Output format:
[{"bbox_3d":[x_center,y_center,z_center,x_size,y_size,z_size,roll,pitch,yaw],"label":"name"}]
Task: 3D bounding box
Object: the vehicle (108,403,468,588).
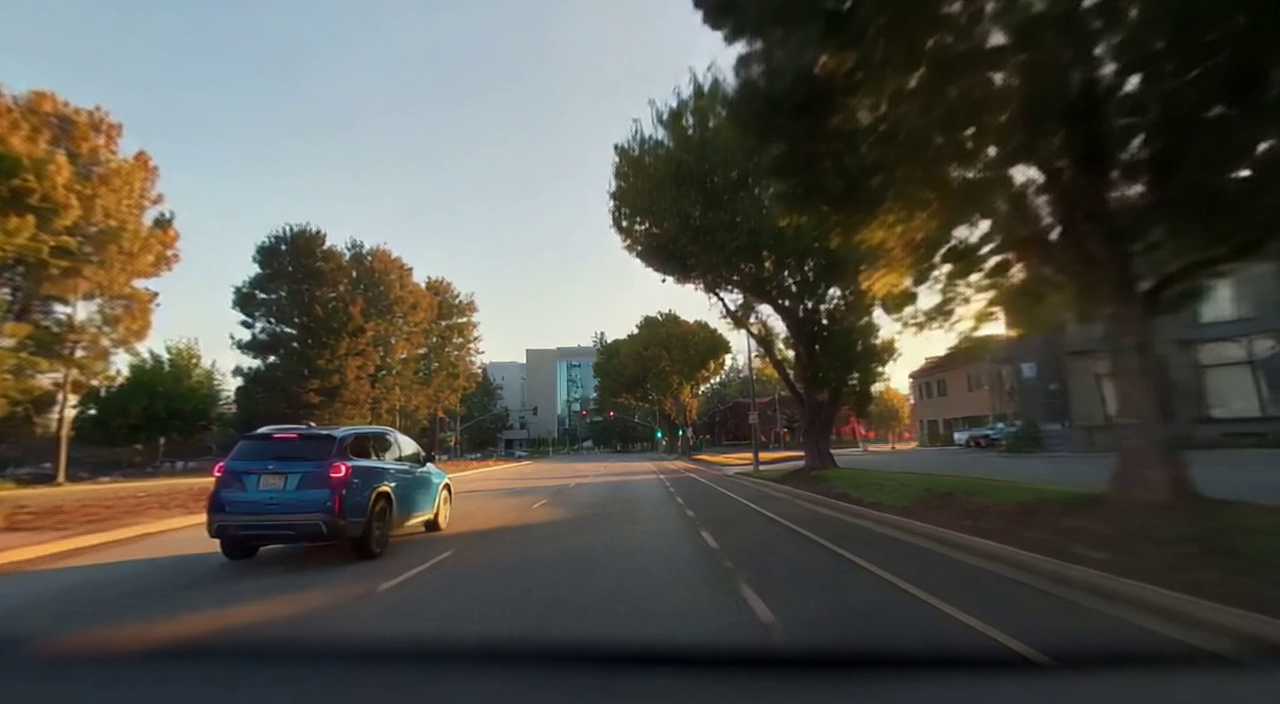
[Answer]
[{"bbox_3d":[-3.923,1.680,8.213,2.121,1.724,4.392,0,-9,0],"label":"vehicle"}]
